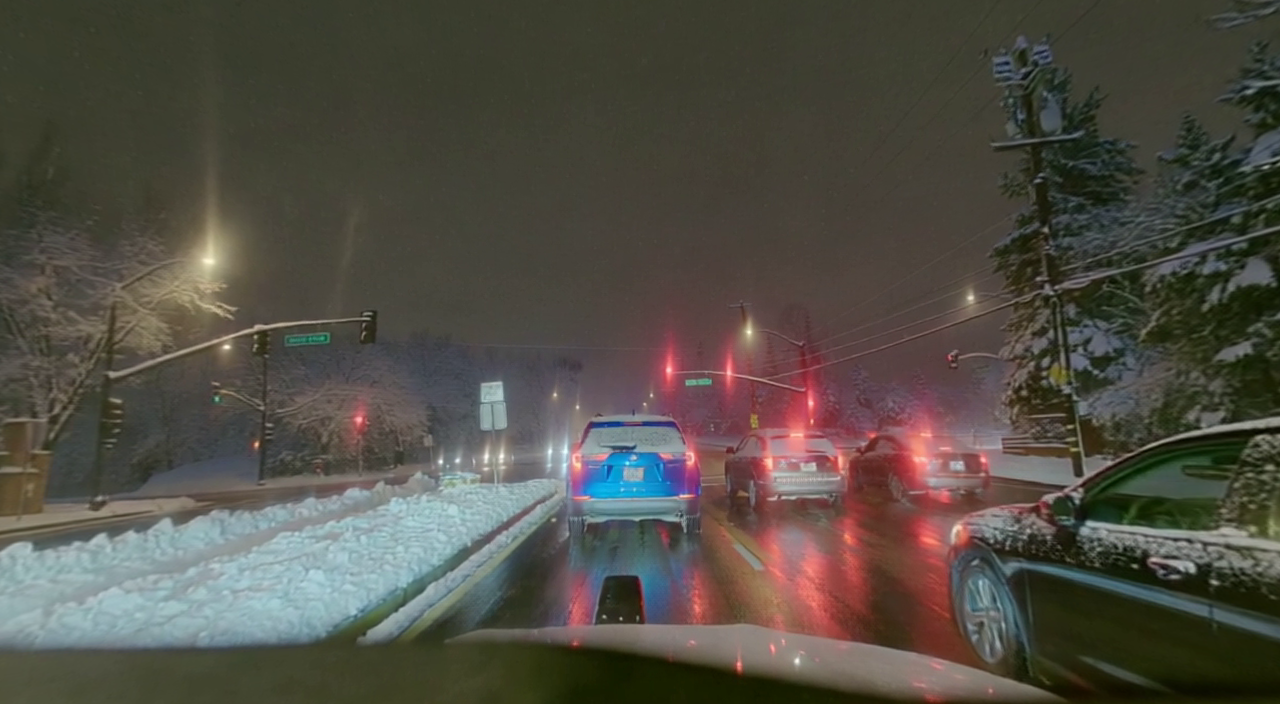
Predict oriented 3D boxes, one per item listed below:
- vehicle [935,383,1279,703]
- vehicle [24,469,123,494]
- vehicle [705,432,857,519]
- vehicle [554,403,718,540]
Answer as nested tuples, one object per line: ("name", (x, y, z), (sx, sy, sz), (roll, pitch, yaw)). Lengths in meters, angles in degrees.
("vehicle", (2.744, 0.783, 1.481), (2.004, 1.460, 4.297), (0, -9, 0))
("vehicle", (-38.244, 8.735, 42.739), (4.569, 1.505, 1.992), (1, -9, -5))
("vehicle", (2.684, 2.467, 13.171), (2.025, 1.477, 4.333), (0, -9, -2))
("vehicle", (-0.103, 1.994, 11.132), (2.236, 1.856, 4.816), (0, -9, -1))
